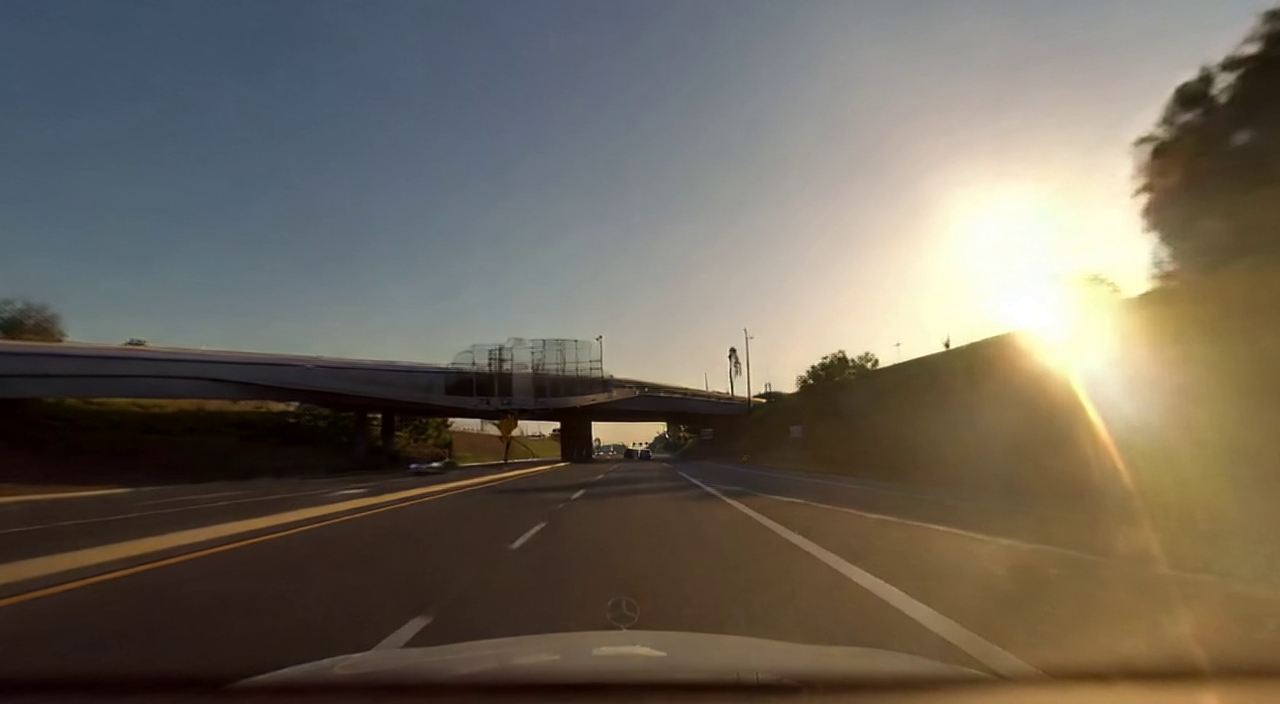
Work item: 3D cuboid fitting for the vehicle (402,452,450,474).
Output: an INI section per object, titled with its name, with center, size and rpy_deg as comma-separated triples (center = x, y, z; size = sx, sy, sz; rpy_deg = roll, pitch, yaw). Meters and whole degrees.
[vehicle]
center = -16.086, 8.342, 47.665
size = 1.879, 1.491, 4.801
rpy_deg = 0, -9, 1
